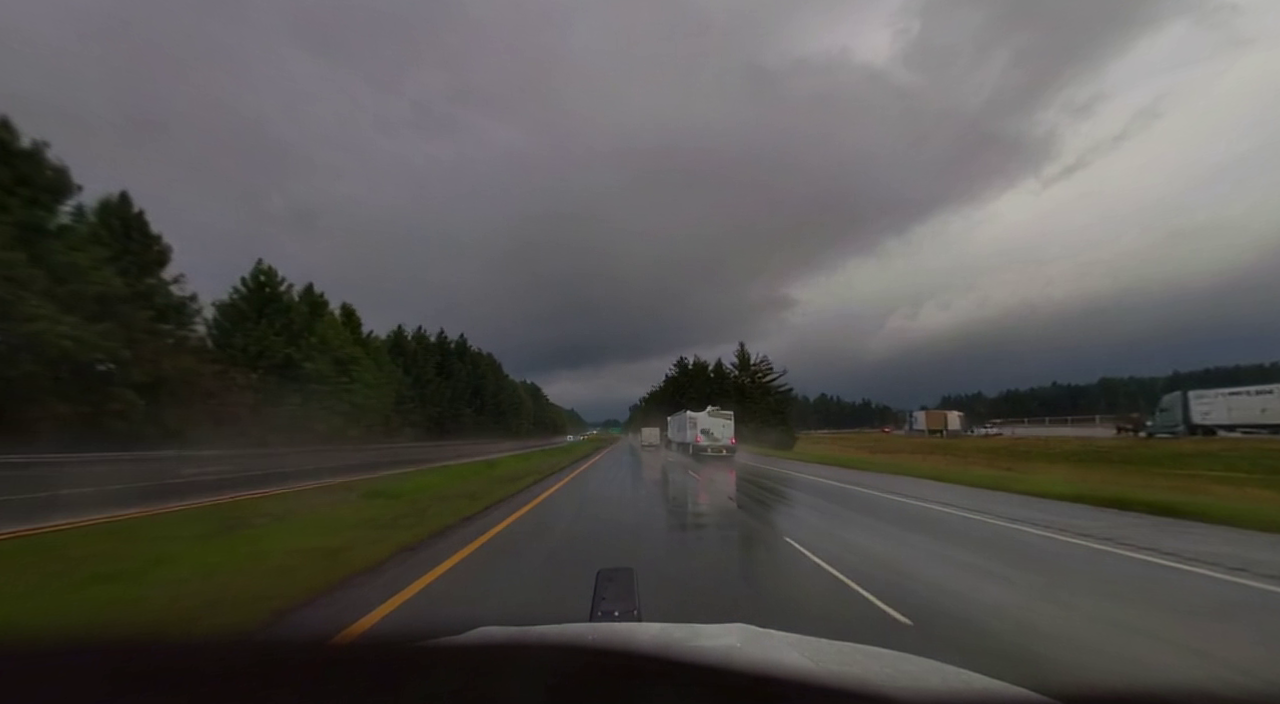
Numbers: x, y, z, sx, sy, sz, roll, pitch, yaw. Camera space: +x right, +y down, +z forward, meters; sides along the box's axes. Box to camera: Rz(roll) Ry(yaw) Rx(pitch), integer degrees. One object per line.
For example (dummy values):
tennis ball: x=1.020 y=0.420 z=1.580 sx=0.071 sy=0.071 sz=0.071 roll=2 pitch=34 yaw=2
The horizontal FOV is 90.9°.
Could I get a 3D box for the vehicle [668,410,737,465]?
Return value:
vehicle: x=3.222 y=4.616 z=34.211 sx=2.821 sy=2.672 sz=6.205 roll=0 pitch=-8 yaw=-3
